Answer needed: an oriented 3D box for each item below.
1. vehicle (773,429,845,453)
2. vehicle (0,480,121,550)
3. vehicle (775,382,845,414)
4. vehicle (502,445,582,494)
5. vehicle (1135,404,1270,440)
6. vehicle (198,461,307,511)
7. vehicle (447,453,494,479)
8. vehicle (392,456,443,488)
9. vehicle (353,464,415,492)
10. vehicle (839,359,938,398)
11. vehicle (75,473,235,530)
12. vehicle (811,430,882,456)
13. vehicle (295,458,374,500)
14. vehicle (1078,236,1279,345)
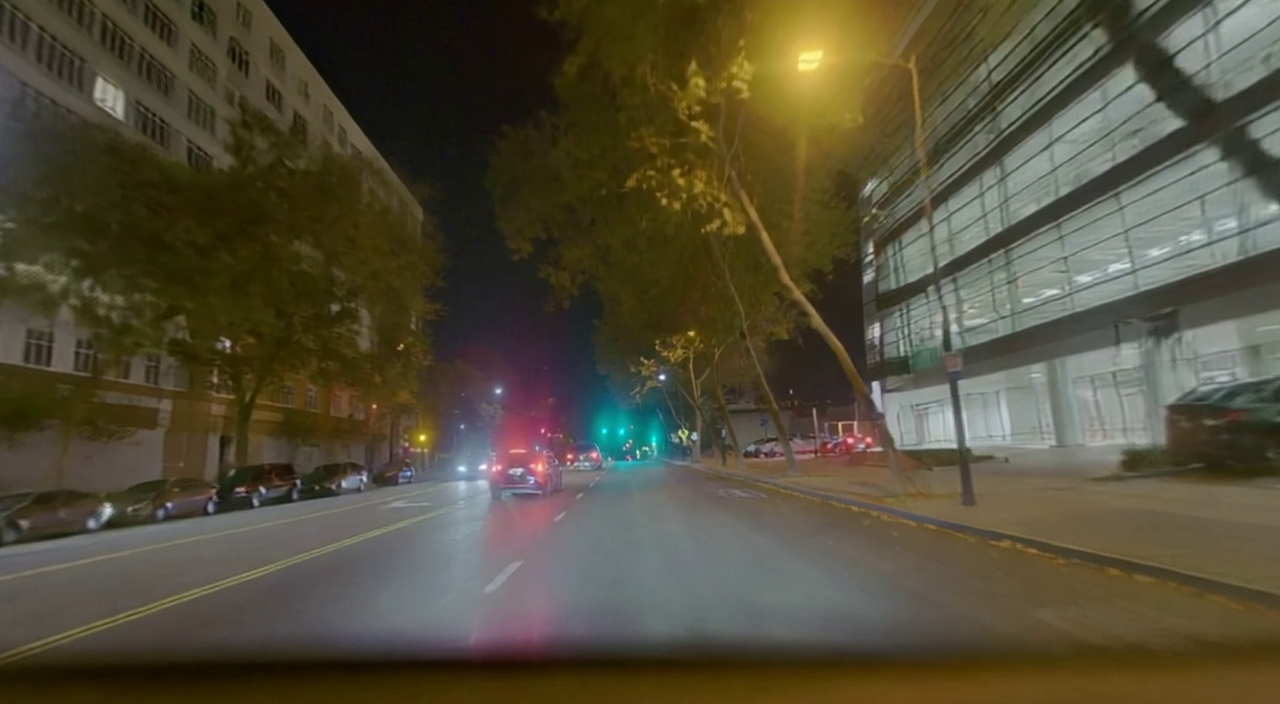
[{"bbox_3d":[12.227,6.483,45.944,4.619,1.626,2.121,-1,-10,4],"label":"vehicle"},{"bbox_3d":[-15.803,4.144,15.877,1.942,1.431,4.553,-5,-9,-4],"label":"vehicle"},{"bbox_3d":[10.905,2.976,40.720,3.826,1.601,1.807,-4,-8,-6],"label":"vehicle"},{"bbox_3d":[-3.147,3.881,21.238,2.051,1.454,4.132,0,-8,0],"label":"vehicle"},{"bbox_3d":[25.113,3.147,28.305,4.215,1.545,1.897,0,-8,-1],"label":"vehicle"},{"bbox_3d":[-16.316,5.630,26.935,1.897,1.805,4.538,0,-8,-3],"label":"vehicle"},{"bbox_3d":[-10.836,7.304,40.778,1.884,1.518,4.380,0,-8,-1],"label":"vehicle"},{"bbox_3d":[-16.373,8.825,46.774,1.917,1.775,5.018,-9,-8,-2],"label":"vehicle"},{"bbox_3d":[-16.154,7.936,40.146,2.021,1.438,4.616,-2,-8,0],"label":"vehicle"},{"bbox_3d":[11.512,1.273,29.490,3.827,1.556,1.730,-1,-10,-1],"label":"vehicle"},{"bbox_3d":[-16.021,4.915,21.261,1.871,1.485,4.573,0,-8,-2],"label":"vehicle"},{"bbox_3d":[12.264,5.404,37.640,3.527,1.496,1.836,0,-7,-4],"label":"vehicle"},{"bbox_3d":[-16.402,6.773,34.155,2.079,1.847,4.592,-4,-8,-1],"label":"vehicle"},{"bbox_3d":[12.268,-1.316,13.784,3.932,1.743,1.695,-5,-9,2],"label":"vehicle"}]
